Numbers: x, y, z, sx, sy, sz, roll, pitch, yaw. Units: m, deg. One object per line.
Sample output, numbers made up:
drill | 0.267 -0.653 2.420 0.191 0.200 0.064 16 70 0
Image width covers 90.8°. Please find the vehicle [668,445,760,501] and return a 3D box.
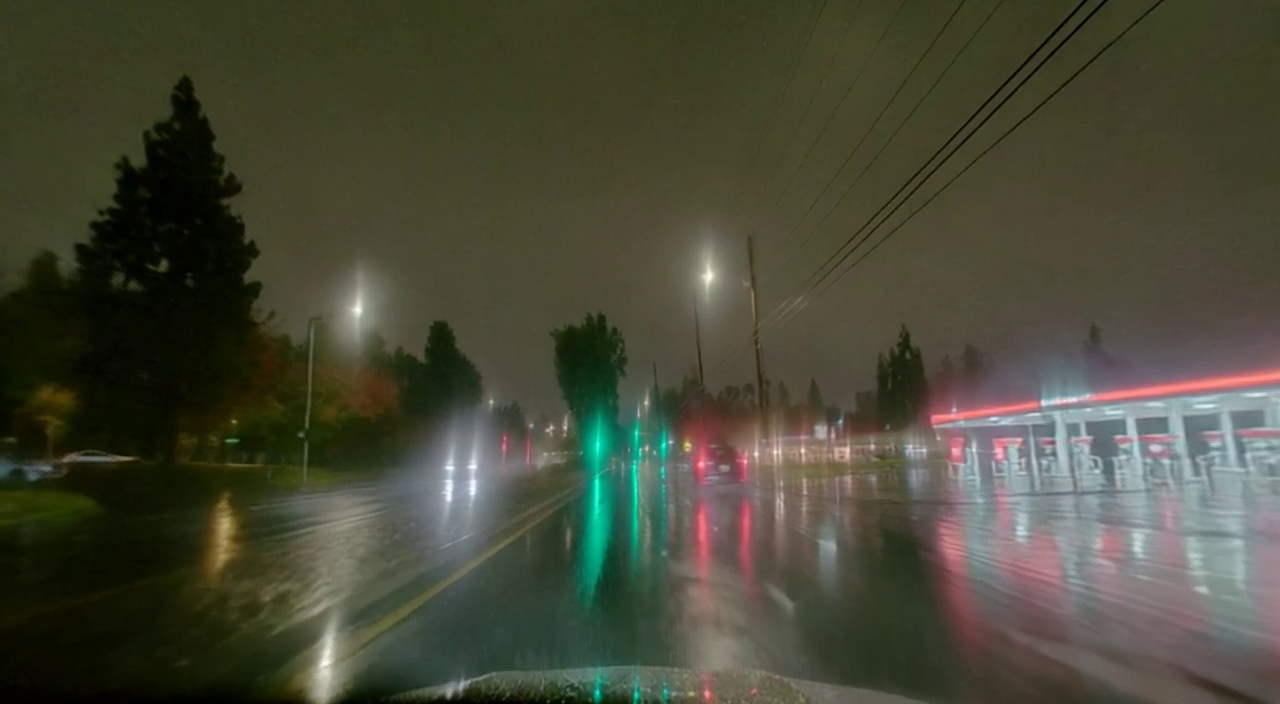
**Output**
vehicle | 2.097 3.618 19.292 2.061 1.475 4.296 0 -9 -3

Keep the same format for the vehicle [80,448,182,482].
vehicle | -29.869 6.624 37.310 2.116 1.874 4.709 0 -9 -1

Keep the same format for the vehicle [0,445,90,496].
vehicle | -24.496 4.520 24.276 2.082 1.829 5.094 0 -9 -1

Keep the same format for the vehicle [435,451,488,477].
vehicle | -11.014 6.945 39.265 1.893 1.480 4.482 -1 -9 1
